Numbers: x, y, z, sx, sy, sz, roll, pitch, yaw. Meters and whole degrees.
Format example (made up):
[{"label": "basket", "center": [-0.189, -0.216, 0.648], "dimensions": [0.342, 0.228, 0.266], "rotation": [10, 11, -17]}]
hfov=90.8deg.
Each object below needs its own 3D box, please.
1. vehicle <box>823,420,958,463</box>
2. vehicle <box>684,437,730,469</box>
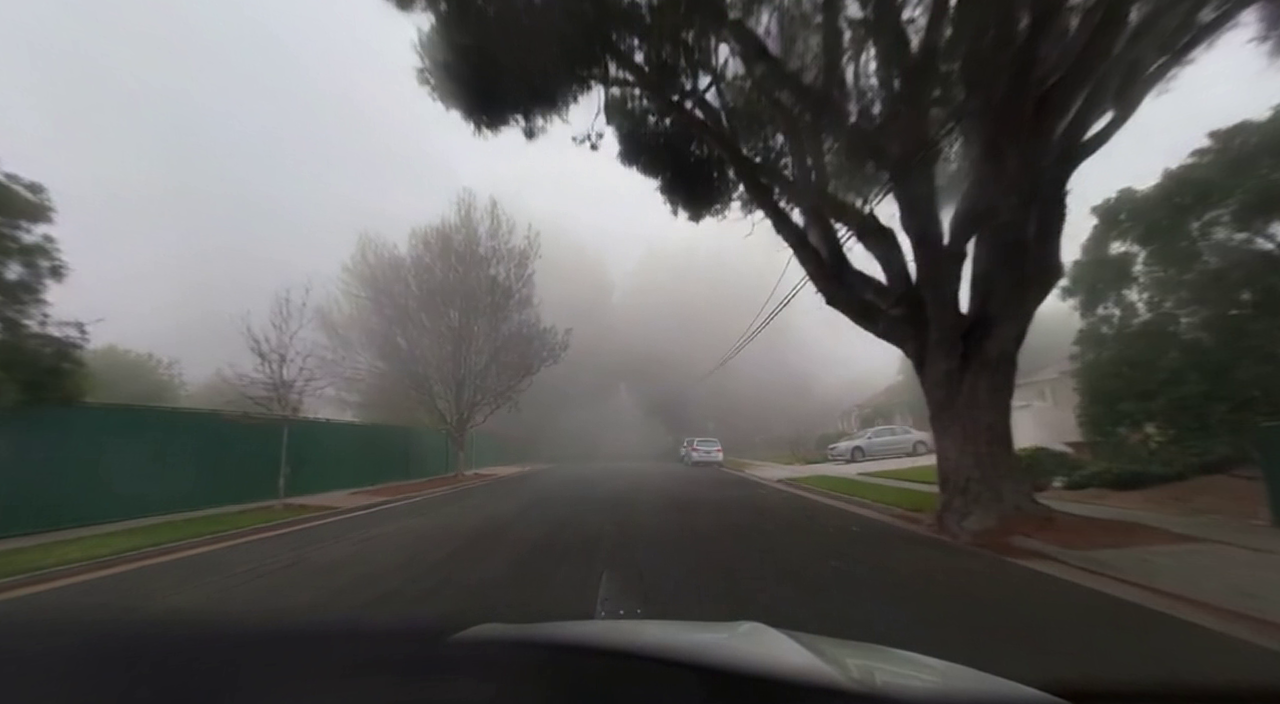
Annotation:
[{"label": "vehicle", "center": [10.996, 3.967, 28.052], "dimensions": [5.046, 1.800, 2.201], "rotation": [-1, -8, 0]}, {"label": "vehicle", "center": [3.734, 5.772, 36.166], "dimensions": [2.122, 1.673, 4.876], "rotation": [0, -8, 0]}]
